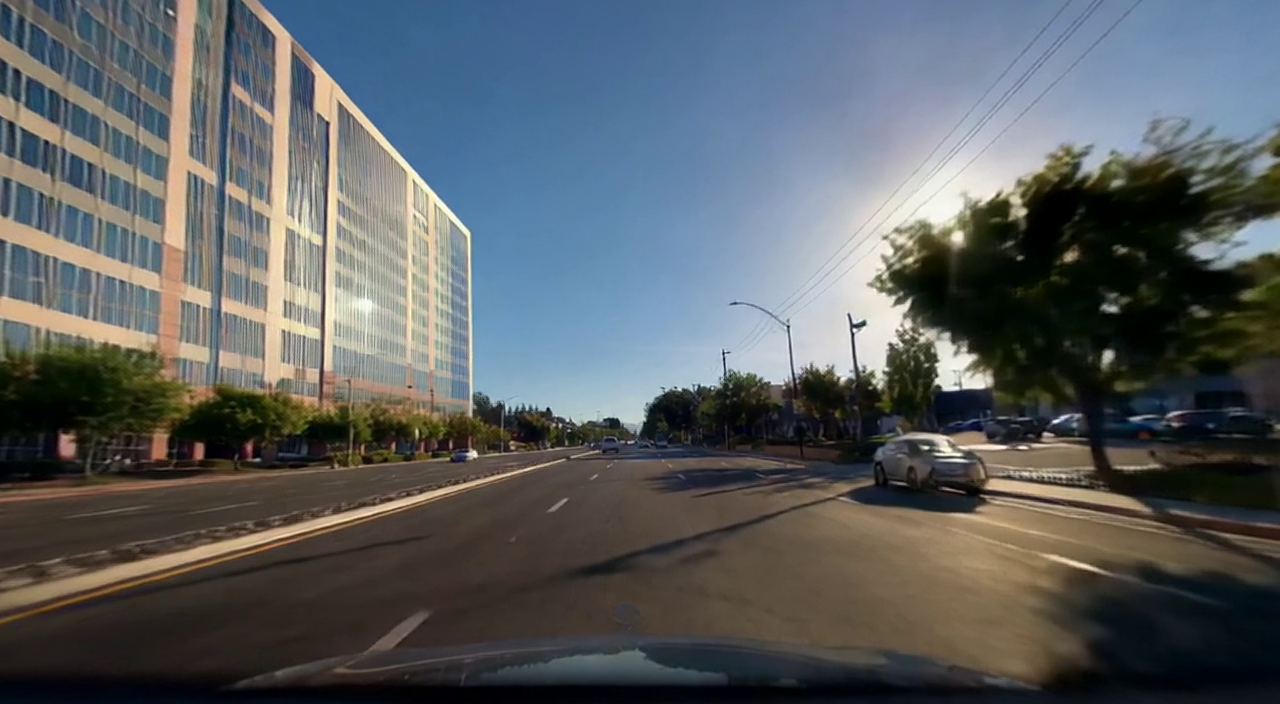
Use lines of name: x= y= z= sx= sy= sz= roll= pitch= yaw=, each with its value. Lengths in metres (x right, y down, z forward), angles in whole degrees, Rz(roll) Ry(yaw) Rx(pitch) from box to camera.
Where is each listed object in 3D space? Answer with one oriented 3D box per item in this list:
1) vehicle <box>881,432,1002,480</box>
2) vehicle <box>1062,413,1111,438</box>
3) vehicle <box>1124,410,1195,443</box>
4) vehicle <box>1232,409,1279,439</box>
vehicle: x=11.829 y=4.000 z=24.507 sx=5.061 sy=1.696 sz=2.129 roll=6 pitch=-10 yaw=-37
vehicle: x=28.368 y=4.716 z=39.998 sx=1.797 sy=1.498 sz=4.412 roll=-3 pitch=-9 yaw=26
vehicle: x=27.953 y=4.089 z=33.941 sx=2.042 sy=1.690 sz=4.562 roll=-5 pitch=-9 yaw=29
vehicle: x=33.597 y=3.876 z=33.341 sx=1.916 sy=1.491 sz=4.491 roll=-4 pitch=-9 yaw=28
